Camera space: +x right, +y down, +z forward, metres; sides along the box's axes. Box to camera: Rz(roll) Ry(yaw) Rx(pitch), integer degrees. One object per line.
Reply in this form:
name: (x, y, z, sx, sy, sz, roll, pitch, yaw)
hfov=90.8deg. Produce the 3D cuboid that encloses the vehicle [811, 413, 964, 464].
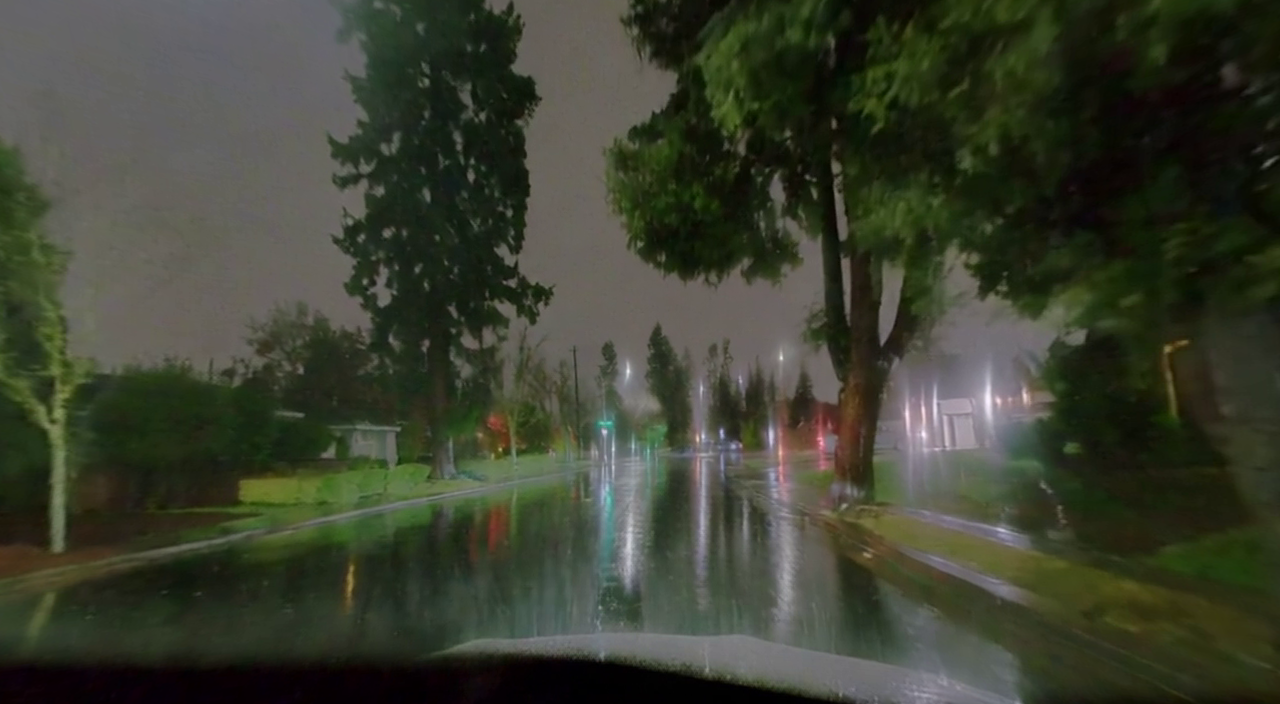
vehicle: (11.341, 4.051, 29.483, 6.053, 2.240, 2.582, -1, -9, 6)
